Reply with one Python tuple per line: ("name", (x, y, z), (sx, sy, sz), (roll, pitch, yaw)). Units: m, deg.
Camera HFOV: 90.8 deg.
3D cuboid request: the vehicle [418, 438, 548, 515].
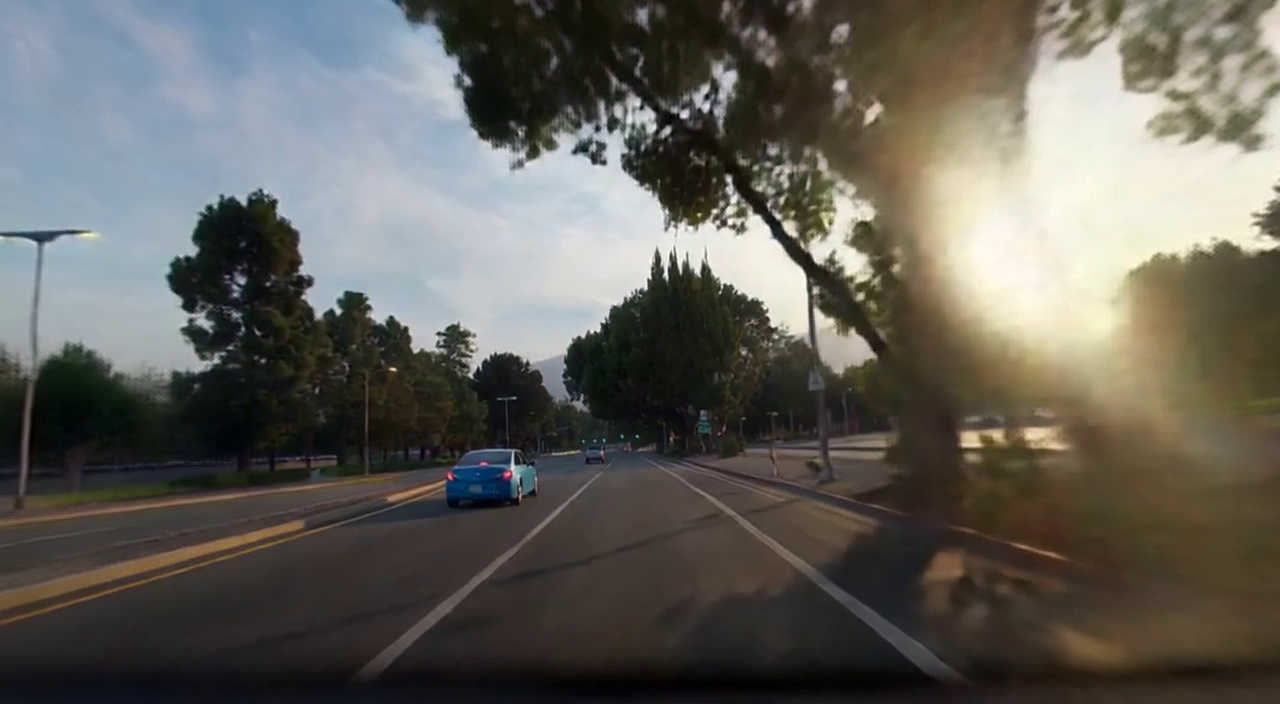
("vehicle", (-3.367, 2.740, 14.426), (1.964, 1.472, 4.078), (0, -8, -1))
